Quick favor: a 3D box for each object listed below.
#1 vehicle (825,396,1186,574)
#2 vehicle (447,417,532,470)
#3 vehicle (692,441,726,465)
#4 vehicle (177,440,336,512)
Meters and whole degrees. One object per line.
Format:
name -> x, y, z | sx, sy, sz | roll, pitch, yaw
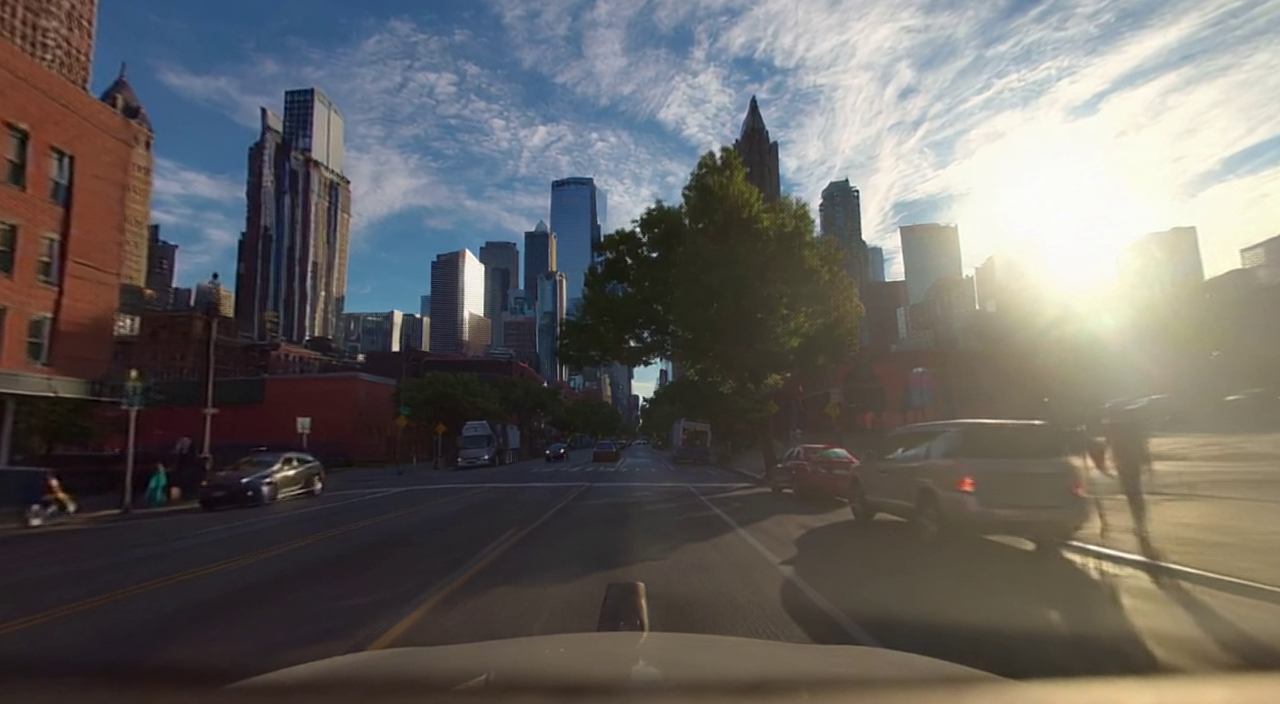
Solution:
vehicle -> 4.743, 1.825, 9.552 | 2.237, 1.908, 5.320 | 0, -8, 0
vehicle -> -11.046, 6.961, 48.024 | 3.049, 3.345, 12.614 | -3, -8, 1
vehicle -> 4.559, 6.717, 42.218 | 1.891, 1.535, 4.068 | 0, -8, 1
vehicle -> -11.128, 3.617, 18.814 | 2.039, 1.770, 4.445 | -3, -9, -1
